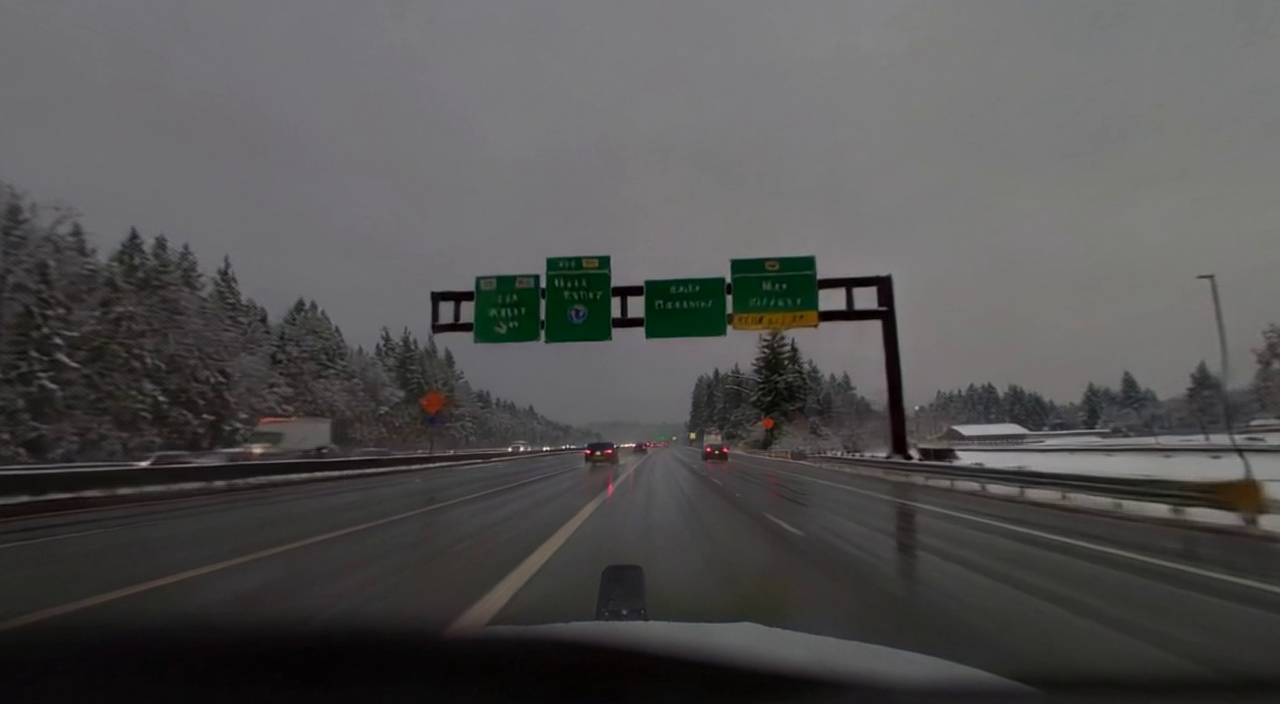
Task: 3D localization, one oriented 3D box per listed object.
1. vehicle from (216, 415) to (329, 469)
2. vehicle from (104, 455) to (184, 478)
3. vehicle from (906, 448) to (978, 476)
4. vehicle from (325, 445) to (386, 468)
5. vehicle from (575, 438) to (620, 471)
[{"bbox_3d":[-23.065,5.726,40.094,2.786,3.101,6.737,-1,-8,3],"label":"vehicle"},{"bbox_3d":[-34.385,7.904,43.909,1.772,1.426,4.570,0,-8,1],"label":"vehicle"},{"bbox_3d":[17.626,6.394,37.088,1.818,1.497,4.469,0,-8,-3],"label":"vehicle"},{"bbox_3d":[-18.927,6.947,42.126,1.949,1.447,4.275,-1,-8,2],"label":"vehicle"},{"bbox_3d":[-2.330,5.796,35.766,2.196,1.733,4.355,0,-8,1],"label":"vehicle"}]
